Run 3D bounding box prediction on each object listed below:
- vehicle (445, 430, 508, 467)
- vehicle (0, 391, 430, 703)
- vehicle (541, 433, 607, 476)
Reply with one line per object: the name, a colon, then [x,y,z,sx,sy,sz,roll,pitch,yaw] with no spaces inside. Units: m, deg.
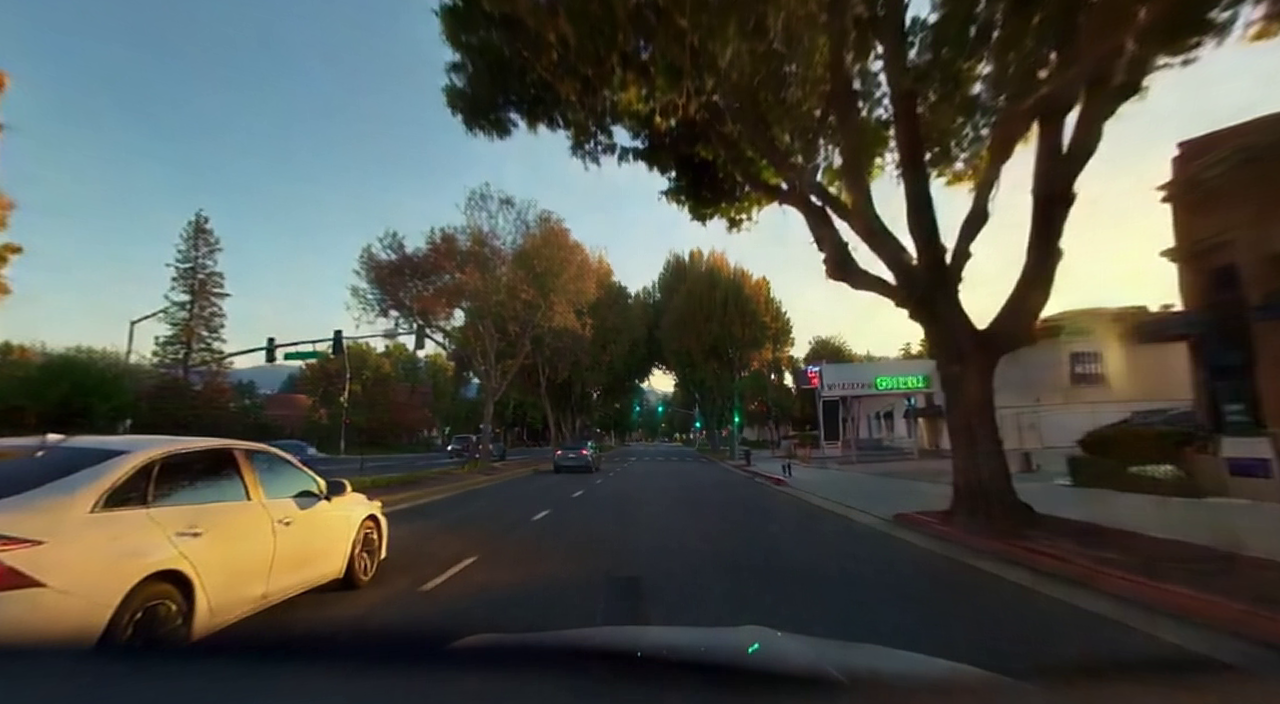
vehicle: [-8.921,5.327,34.826,2.030,1.906,4.661,-1,-8,3]
vehicle: [-3.232,1.193,4.305,2.018,1.477,4.401,0,-8,1]
vehicle: [-2.728,4.370,27.125,2.109,1.692,4.220,-1,-8,4]
